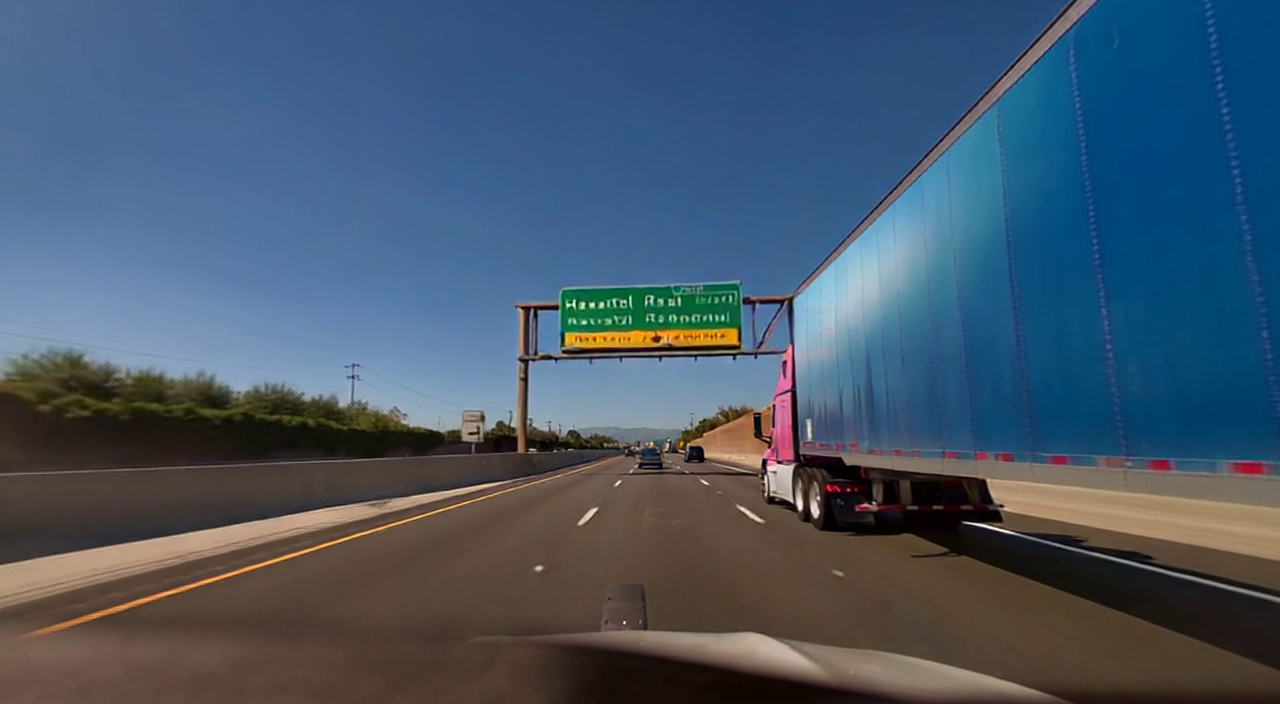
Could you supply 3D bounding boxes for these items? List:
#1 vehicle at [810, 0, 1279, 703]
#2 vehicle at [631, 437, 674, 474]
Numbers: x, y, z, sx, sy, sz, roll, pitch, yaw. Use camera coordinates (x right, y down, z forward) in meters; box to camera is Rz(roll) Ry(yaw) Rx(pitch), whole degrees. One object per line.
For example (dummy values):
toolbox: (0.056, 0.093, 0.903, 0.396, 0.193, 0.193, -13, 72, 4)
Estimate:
vehicle: (4.124, -0.500, 1.769, 3.019, 4.145, 16.453, -1, -9, 1)
vehicle: (0.676, 5.689, 34.806, 2.205, 1.860, 4.301, -1, -9, 0)
